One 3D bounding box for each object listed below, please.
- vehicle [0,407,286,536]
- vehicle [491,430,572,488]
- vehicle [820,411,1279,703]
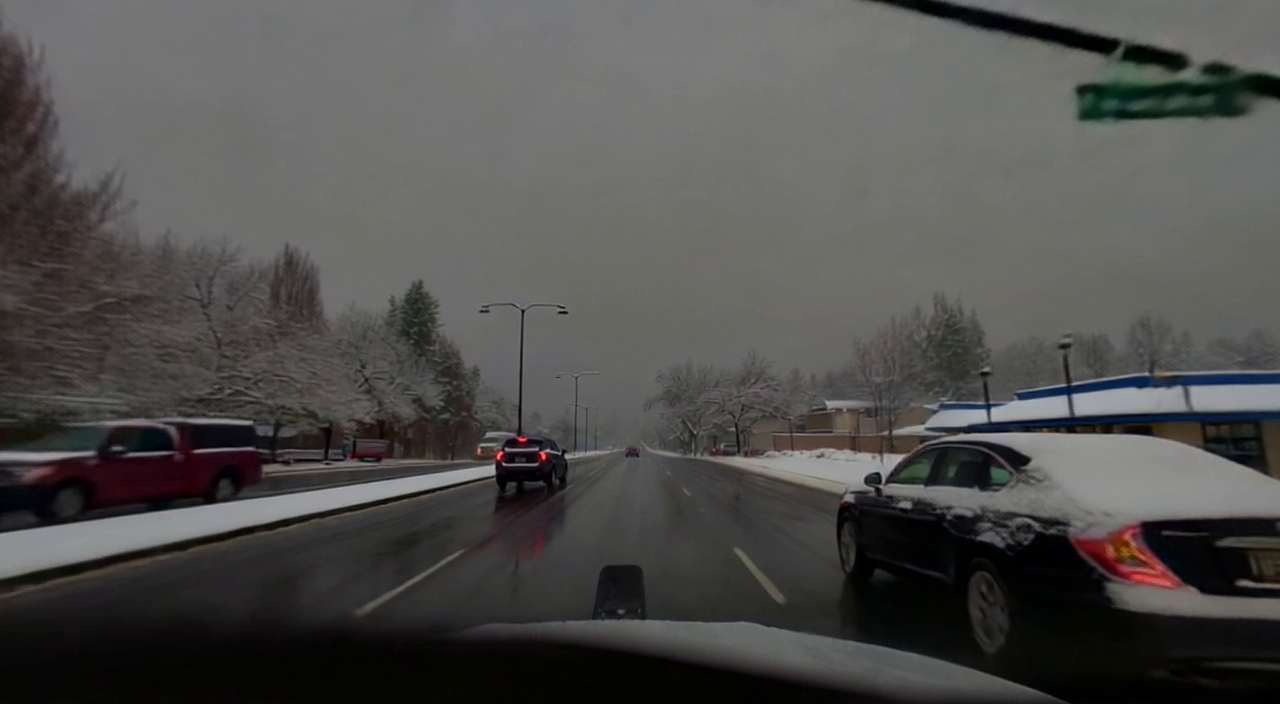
[{"bbox_3d":[-9.570,2.234,12.366,2.301,1.926,5.183,-2,-9,0],"label":"vehicle"},{"bbox_3d":[-3.683,3.745,22.366,1.997,1.806,4.500,0,-8,1],"label":"vehicle"},{"bbox_3d":[3.200,1.364,5.160,1.975,1.502,4.787,0,-8,-1],"label":"vehicle"}]
